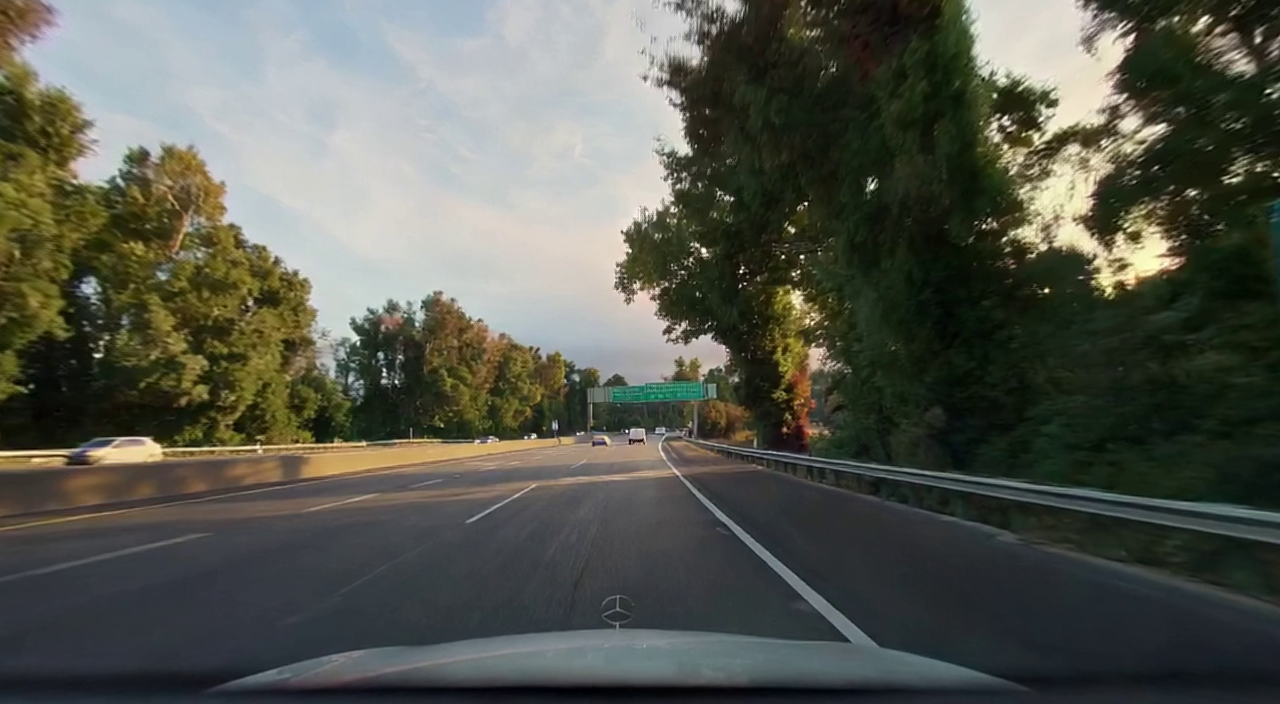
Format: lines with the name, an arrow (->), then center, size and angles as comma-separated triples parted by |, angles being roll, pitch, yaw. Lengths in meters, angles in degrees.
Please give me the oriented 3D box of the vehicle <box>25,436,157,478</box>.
vehicle -> -24.189, 4.595, 28.012 | 1.903, 1.705, 4.316 | 0, -8, 1
